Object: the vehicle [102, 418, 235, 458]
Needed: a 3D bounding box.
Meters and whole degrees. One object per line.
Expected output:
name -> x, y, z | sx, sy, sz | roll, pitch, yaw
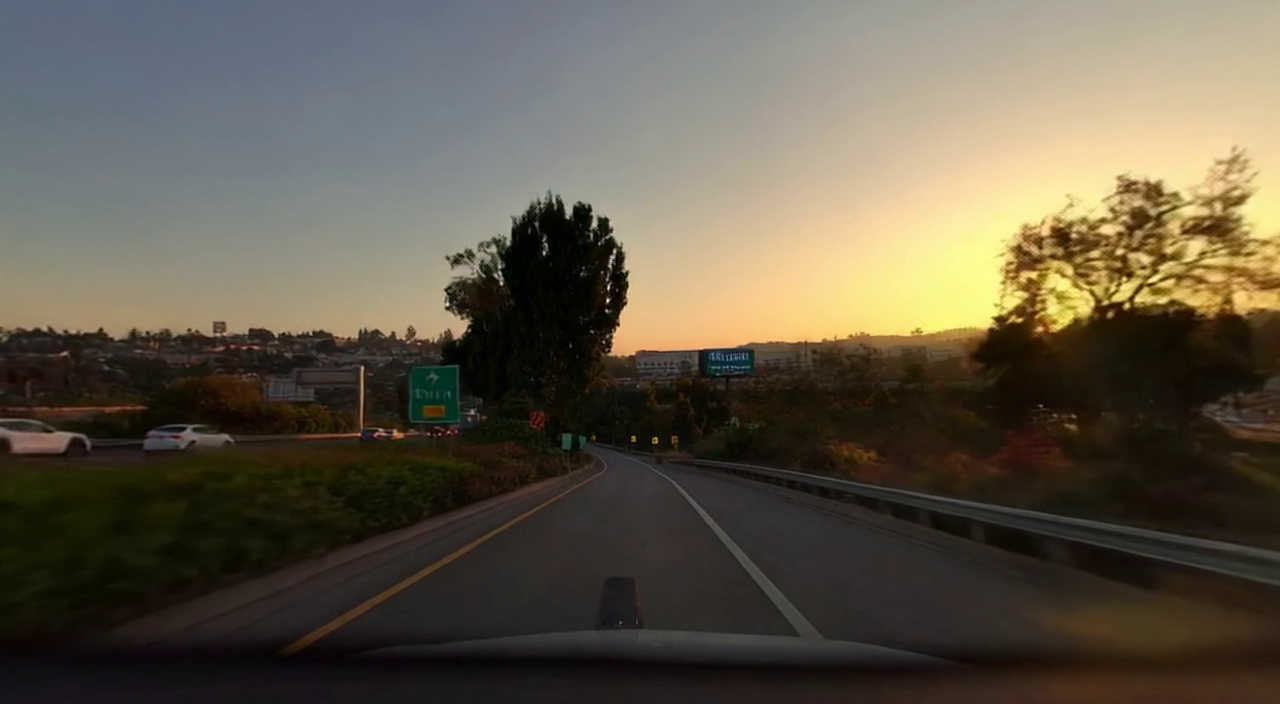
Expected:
vehicle -> -18.894, 3.529, 25.648 | 1.931, 1.451, 4.683 | 0, -8, -2
